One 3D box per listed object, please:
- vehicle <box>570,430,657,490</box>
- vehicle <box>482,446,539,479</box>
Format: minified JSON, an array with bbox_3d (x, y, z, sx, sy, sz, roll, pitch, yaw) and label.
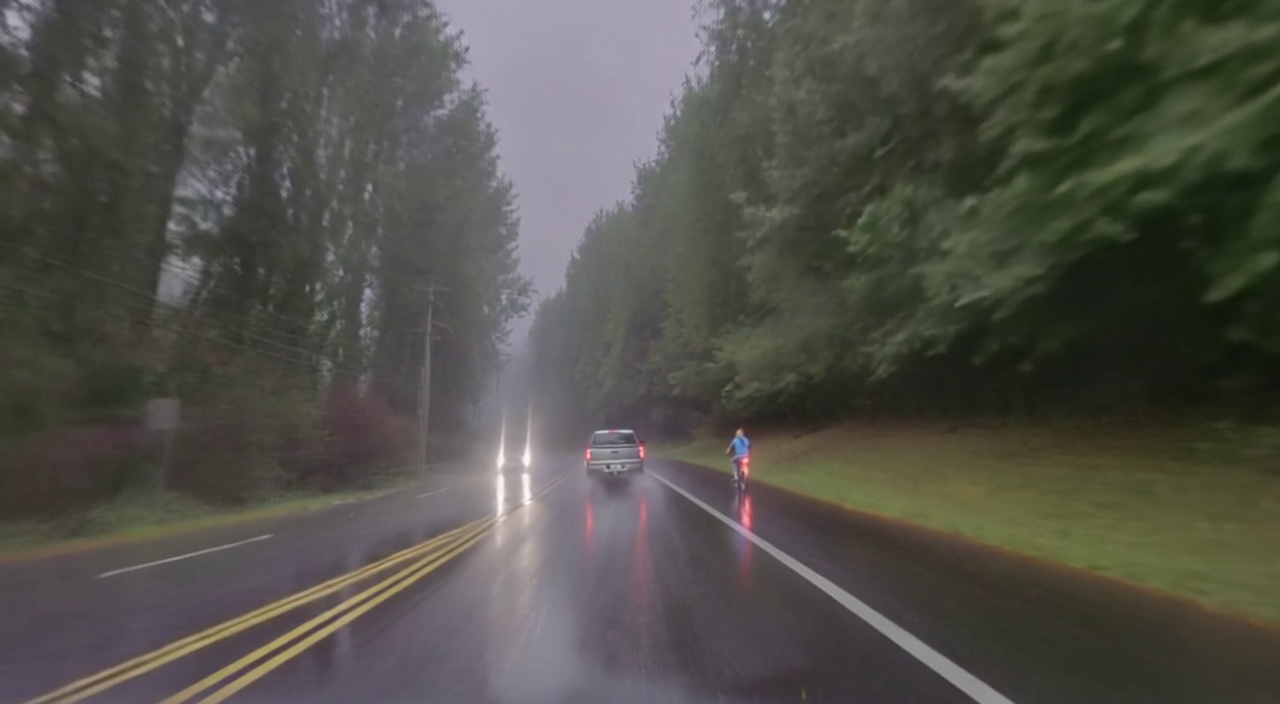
[{"bbox_3d":[-0.911,3.700,22.041,2.631,1.798,5.331,0,-8,-2],"label":"vehicle"},{"bbox_3d":[-6.514,5.590,32.281,2.118,1.513,4.602,0,-8,-3],"label":"vehicle"}]
